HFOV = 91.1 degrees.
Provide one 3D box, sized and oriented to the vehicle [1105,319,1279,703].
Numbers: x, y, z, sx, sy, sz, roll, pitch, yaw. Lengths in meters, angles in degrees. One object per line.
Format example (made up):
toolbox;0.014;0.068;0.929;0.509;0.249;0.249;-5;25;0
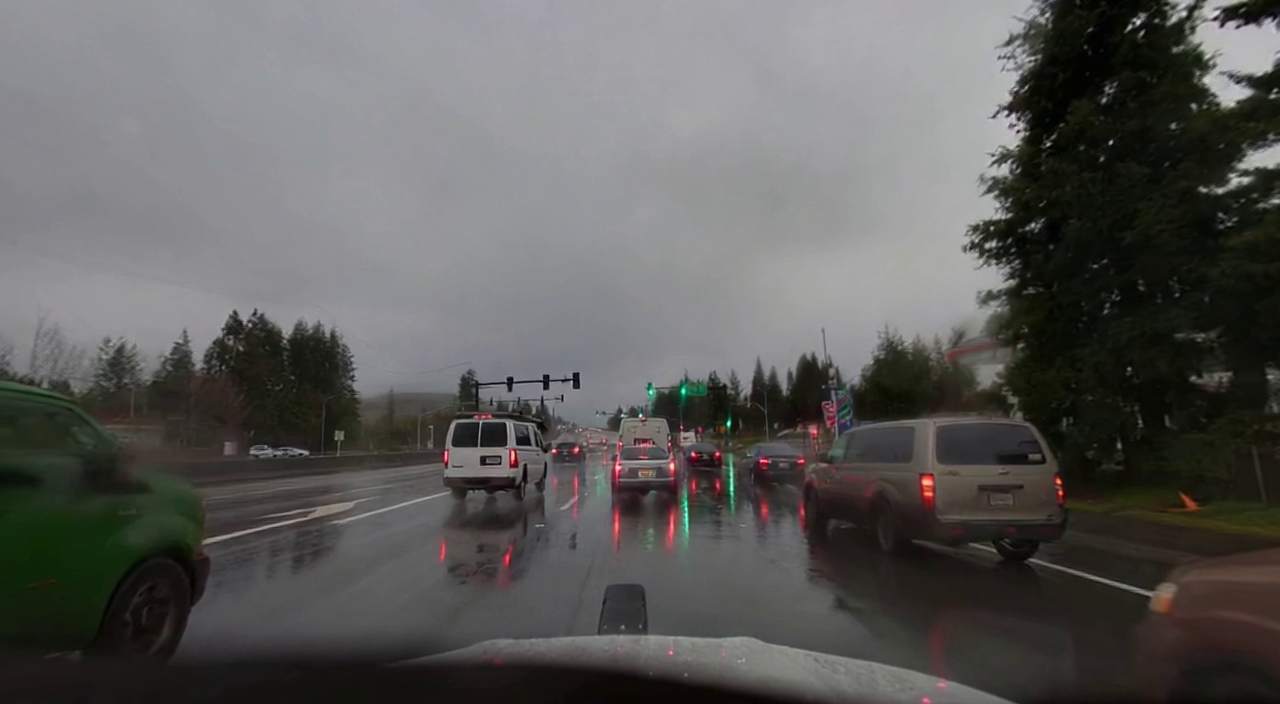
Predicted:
vehicle;3.338;0.515;0.436;2.132;1.775;5.046;0;-8;0

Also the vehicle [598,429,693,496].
vehicle;0.094;3.263;18.996;2.426;1.703;5.602;0;-8;-1

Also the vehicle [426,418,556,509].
vehicle;-3.511;2.748;15.938;2.025;1.936;4.995;0;-8;0

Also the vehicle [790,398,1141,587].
vehicle;3.679;1.689;8.433;2.055;1.786;4.817;0;-8;-1

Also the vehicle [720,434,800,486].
vehicle;4.280;3.924;23.156;2.119;1.696;4.623;0;-8;1

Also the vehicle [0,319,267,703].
vehicle;-3.488;0.606;1.435;2.002;1.747;5.173;0;-8;1
